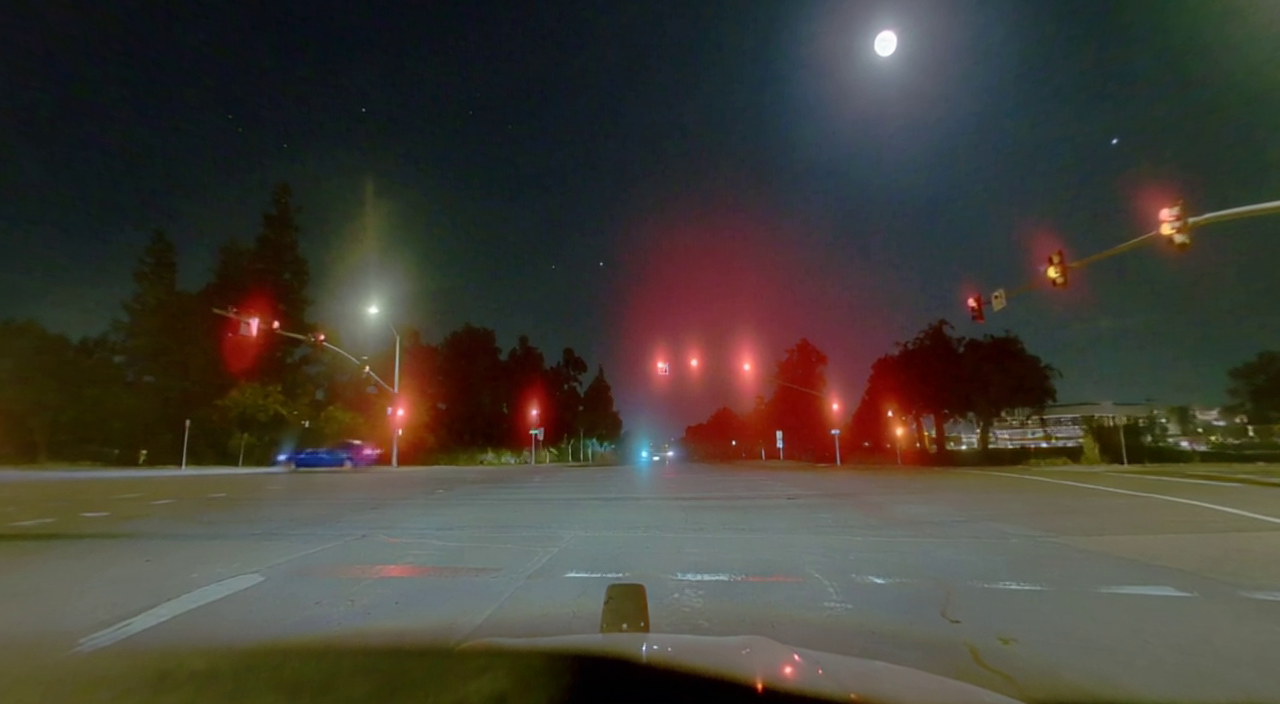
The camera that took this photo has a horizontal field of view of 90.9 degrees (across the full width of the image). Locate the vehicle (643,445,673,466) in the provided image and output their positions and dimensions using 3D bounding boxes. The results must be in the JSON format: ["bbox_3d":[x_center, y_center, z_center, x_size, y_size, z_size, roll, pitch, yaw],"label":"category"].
[{"bbox_3d":[1.280,7.633,46.465,2.132,1.449,4.235,0,-9,0],"label":"vehicle"}]

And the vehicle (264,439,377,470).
[{"bbox_3d":[-15.973,5.154,31.664,4.681,1.465,1.820,0,-9,1],"label":"vehicle"}]
